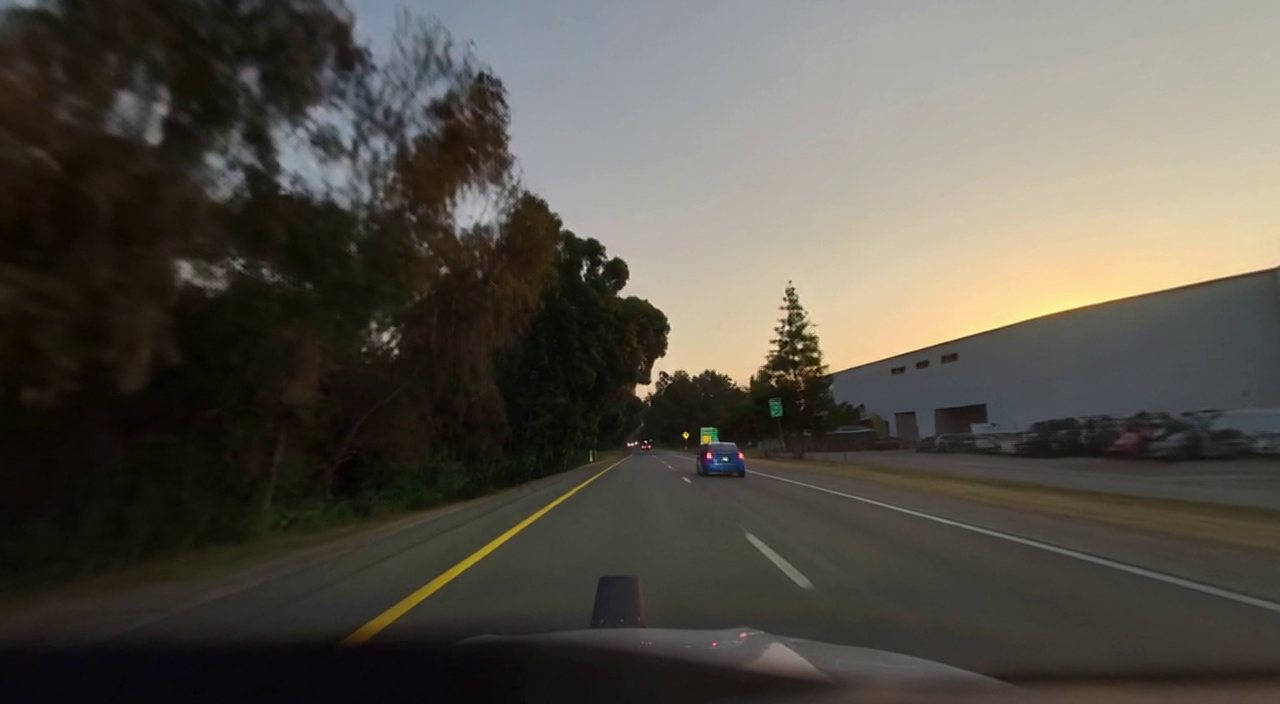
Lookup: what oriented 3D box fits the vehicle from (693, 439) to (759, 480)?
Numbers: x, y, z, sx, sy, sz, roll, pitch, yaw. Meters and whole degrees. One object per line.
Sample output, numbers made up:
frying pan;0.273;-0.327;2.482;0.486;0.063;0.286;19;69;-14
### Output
vehicle;3.455;4.380;25.904;2.079;1.531;3.997;0;-8;-1
